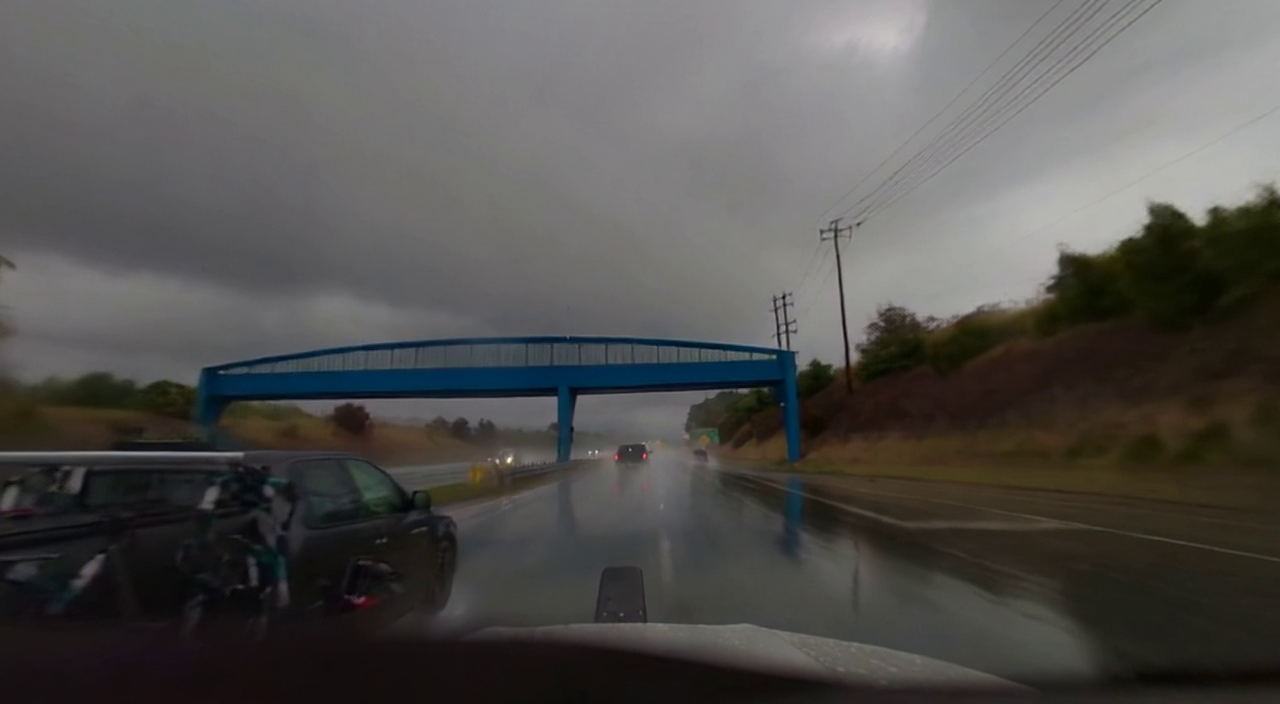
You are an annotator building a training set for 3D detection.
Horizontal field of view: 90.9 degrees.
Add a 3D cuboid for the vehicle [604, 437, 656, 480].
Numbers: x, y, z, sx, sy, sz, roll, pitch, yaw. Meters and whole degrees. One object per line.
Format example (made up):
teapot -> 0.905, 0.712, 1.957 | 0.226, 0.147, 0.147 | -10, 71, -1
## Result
vehicle -> -0.397, 5.306, 31.668 | 2.369, 1.948, 5.343 | 0, -9, 2
